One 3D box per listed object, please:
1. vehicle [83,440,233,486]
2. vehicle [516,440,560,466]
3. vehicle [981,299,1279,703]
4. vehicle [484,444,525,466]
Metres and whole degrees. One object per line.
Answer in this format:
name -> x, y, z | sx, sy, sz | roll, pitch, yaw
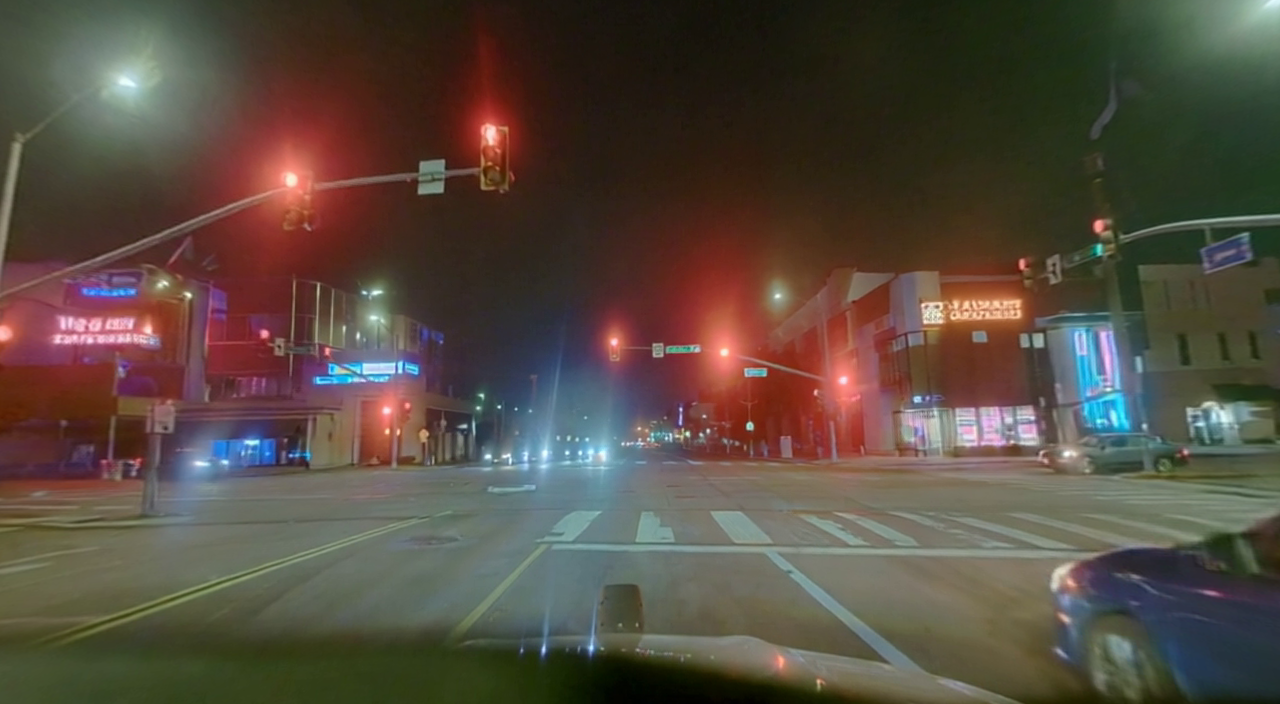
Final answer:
vehicle -> -21.316, 4.914, 28.057 | 5.161, 1.910, 2.275 | -2, -9, 11
vehicle -> -7.034, 7.046, 44.150 | 2.181, 1.703, 4.512 | -1, -8, 2
vehicle -> 2.939, 0.591, 1.220 | 2.049, 1.691, 4.447 | 0, -8, 0
vehicle -> -10.114, 7.721, 47.490 | 2.106, 1.505, 4.228 | 0, -8, 0
